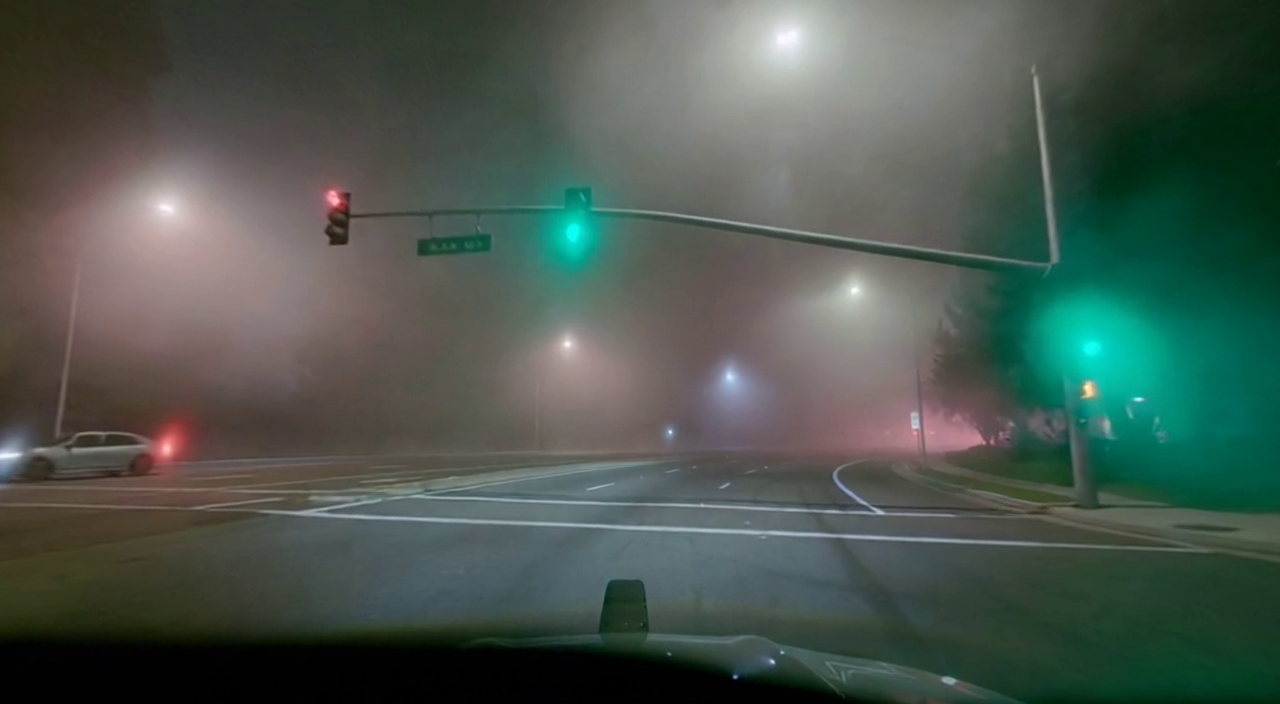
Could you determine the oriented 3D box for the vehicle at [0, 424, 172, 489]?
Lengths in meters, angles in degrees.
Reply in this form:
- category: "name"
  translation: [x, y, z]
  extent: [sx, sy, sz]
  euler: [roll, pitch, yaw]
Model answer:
- category: "vehicle"
  translation: [-15.166, 2.677, 16.335]
  extent: [1.853, 1.487, 4.691]
  euler: [-2, -9, 12]
